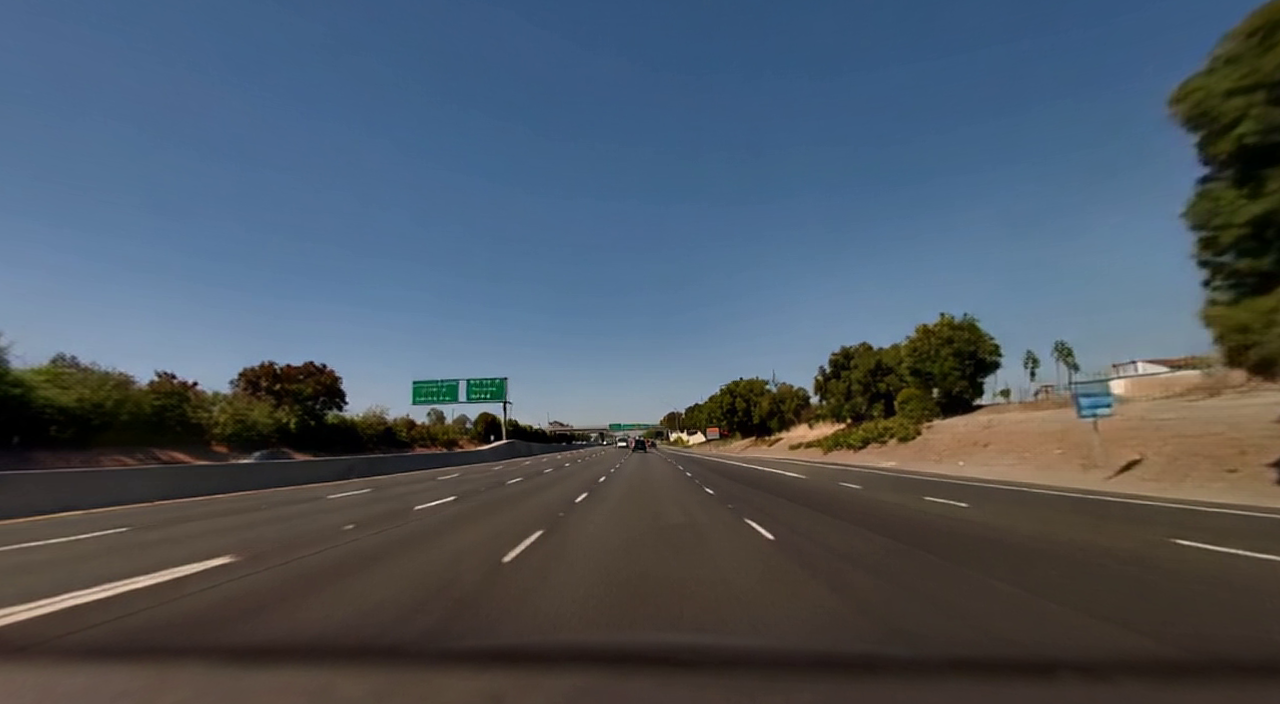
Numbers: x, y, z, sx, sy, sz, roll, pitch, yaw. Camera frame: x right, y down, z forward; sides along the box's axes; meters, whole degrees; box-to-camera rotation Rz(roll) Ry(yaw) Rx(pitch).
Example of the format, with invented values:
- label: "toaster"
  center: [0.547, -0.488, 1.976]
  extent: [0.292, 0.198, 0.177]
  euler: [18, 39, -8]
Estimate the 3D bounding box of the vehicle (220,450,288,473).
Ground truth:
- label: "vehicle"
  center: [-27.137, 7.673, 44.501]
  extent: [1.863, 1.509, 4.466]
  euler: [-1, -9, 2]
